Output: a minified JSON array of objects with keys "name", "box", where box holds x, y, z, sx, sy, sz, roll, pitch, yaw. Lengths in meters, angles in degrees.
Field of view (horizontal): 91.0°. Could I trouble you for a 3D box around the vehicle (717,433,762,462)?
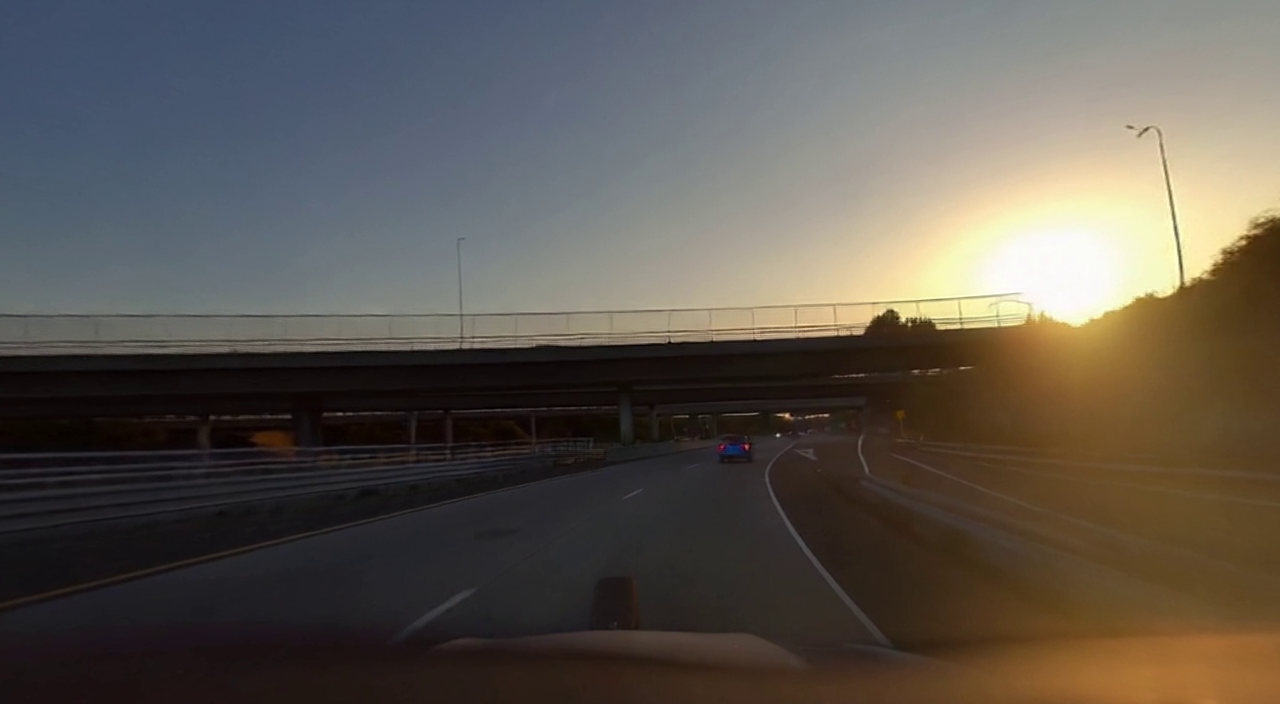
[{"name":"vehicle","box":[5.332,5.045,33.309,2.028,1.440,3.970,-2,-9,13]}]
